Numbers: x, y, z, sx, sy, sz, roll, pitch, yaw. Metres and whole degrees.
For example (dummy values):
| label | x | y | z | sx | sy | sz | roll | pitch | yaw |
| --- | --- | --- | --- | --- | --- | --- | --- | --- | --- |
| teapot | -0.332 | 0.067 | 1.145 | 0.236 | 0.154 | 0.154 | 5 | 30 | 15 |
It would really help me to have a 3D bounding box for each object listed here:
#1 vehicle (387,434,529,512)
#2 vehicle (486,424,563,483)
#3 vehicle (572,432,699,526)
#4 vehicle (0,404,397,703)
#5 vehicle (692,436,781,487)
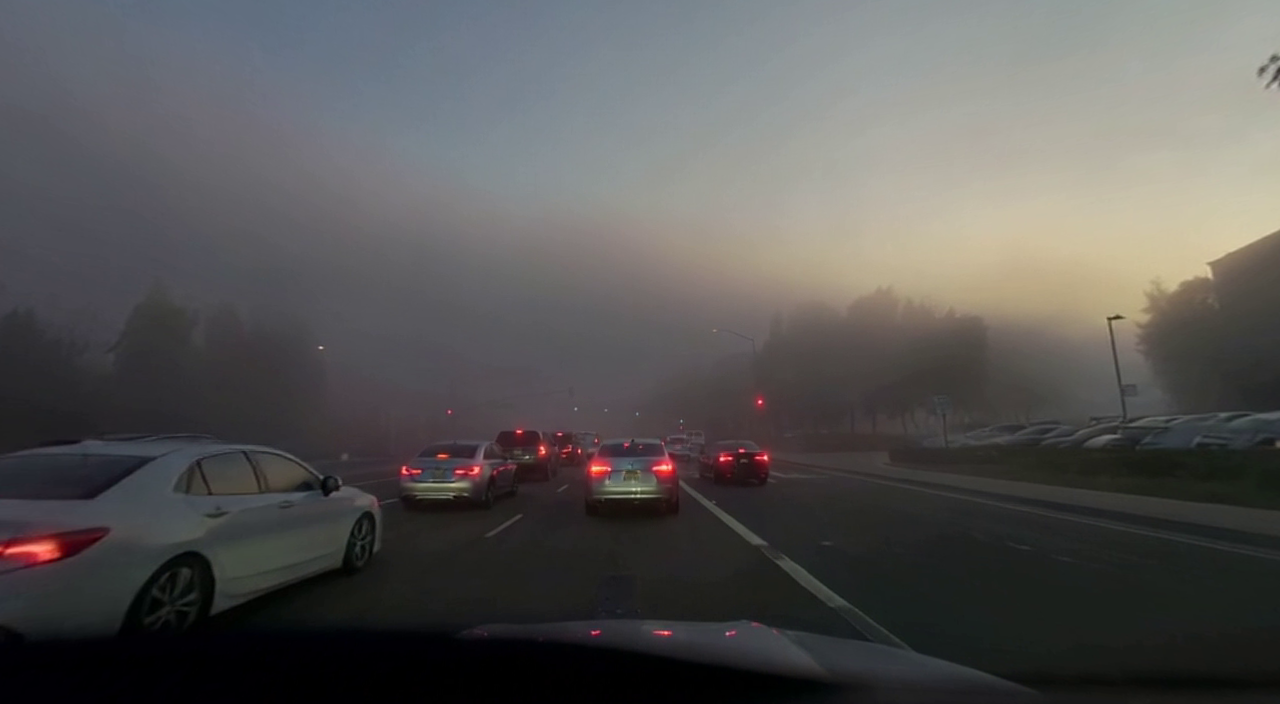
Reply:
| label | x | y | z | sx | sy | sz | roll | pitch | yaw |
| --- | --- | --- | --- | --- | --- | --- | --- | --- | --- |
| vehicle | -3.862 | 2.639 | 14.264 | 1.985 | 1.467 | 4.224 | 0 | -8 | 0 |
| vehicle | -3.985 | 3.605 | 22.660 | 2.054 | 1.881 | 4.469 | 0 | -8 | -2 |
| vehicle | -0.122 | 2.307 | 12.073 | 2.007 | 1.467 | 4.059 | 0 | -8 | -2 |
| vehicle | -3.719 | 1.273 | 4.749 | 2.052 | 1.475 | 4.341 | 0 | -8 | 0 |
| vehicle | 2.959 | 3.483 | 20.398 | 1.978 | 1.452 | 4.381 | 0 | -8 | -3 |
